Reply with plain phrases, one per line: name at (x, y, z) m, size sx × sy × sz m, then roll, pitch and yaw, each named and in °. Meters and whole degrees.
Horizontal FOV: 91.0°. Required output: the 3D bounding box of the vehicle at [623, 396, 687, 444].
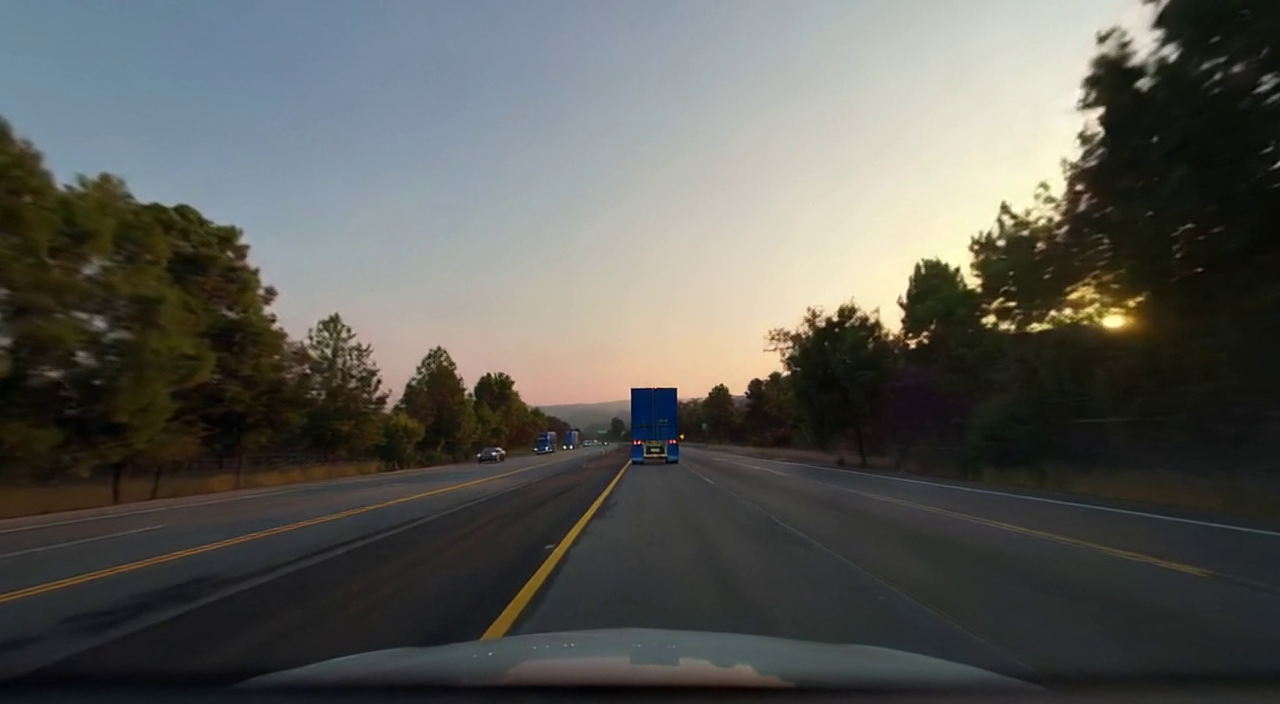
vehicle at (0.573, 3.019, 27.068) m, size 2.509 × 1.890 × 4.732 m, roll 0°, pitch -8°, yaw 0°

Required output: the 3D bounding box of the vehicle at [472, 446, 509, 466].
vehicle at (-11.663, 8.109, 49.227) m, size 1.761 × 1.520 × 4.276 m, roll 0°, pitch -8°, yaw 2°
